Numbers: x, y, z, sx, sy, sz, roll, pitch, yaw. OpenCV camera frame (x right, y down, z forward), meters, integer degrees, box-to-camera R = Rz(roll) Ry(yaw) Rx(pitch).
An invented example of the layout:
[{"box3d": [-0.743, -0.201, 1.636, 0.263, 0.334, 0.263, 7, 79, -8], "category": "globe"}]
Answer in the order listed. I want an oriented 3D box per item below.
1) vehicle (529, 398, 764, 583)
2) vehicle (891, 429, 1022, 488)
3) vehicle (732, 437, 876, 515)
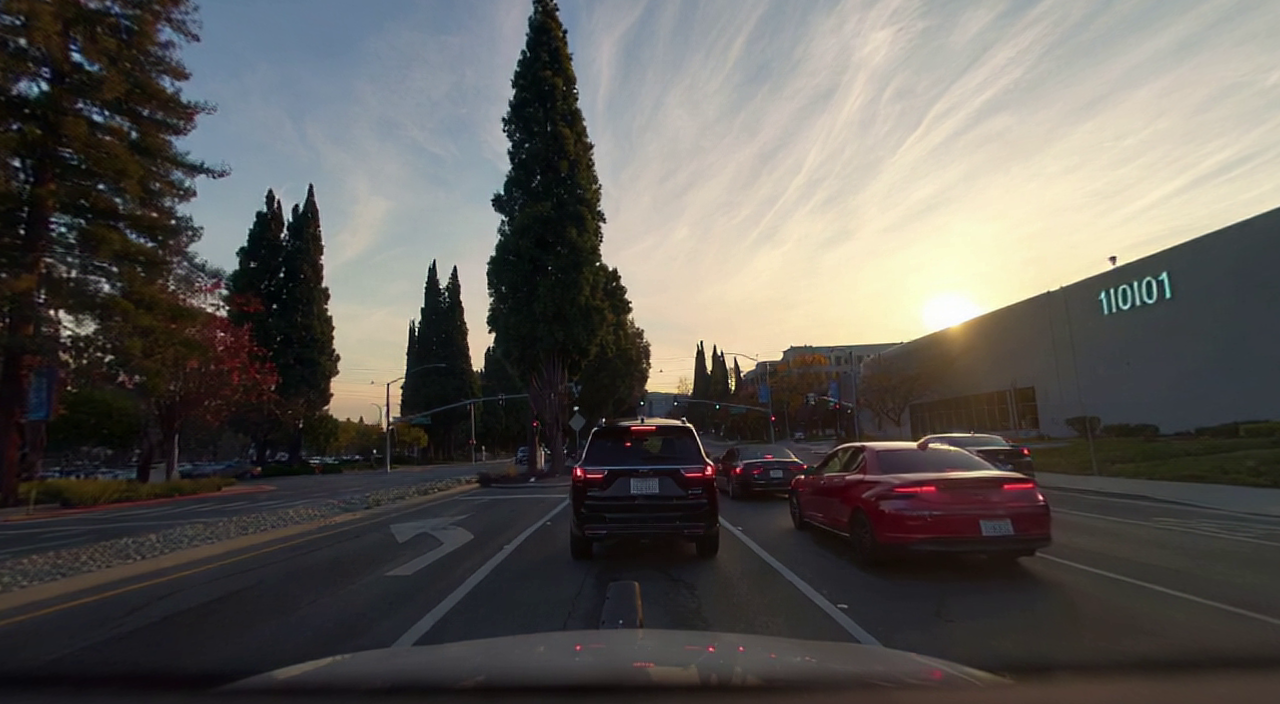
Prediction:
[{"box3d": [0.053, 1.653, 8.256, 2.266, 1.762, 4.131, 0, -9, 0], "category": "vehicle"}, {"box3d": [10.852, 3.695, 22.133, 2.123, 1.812, 4.553, 0, -9, -1], "category": "vehicle"}, {"box3d": [3.480, 2.715, 14.368, 1.997, 1.471, 4.321, 0, -9, -2], "category": "vehicle"}]
